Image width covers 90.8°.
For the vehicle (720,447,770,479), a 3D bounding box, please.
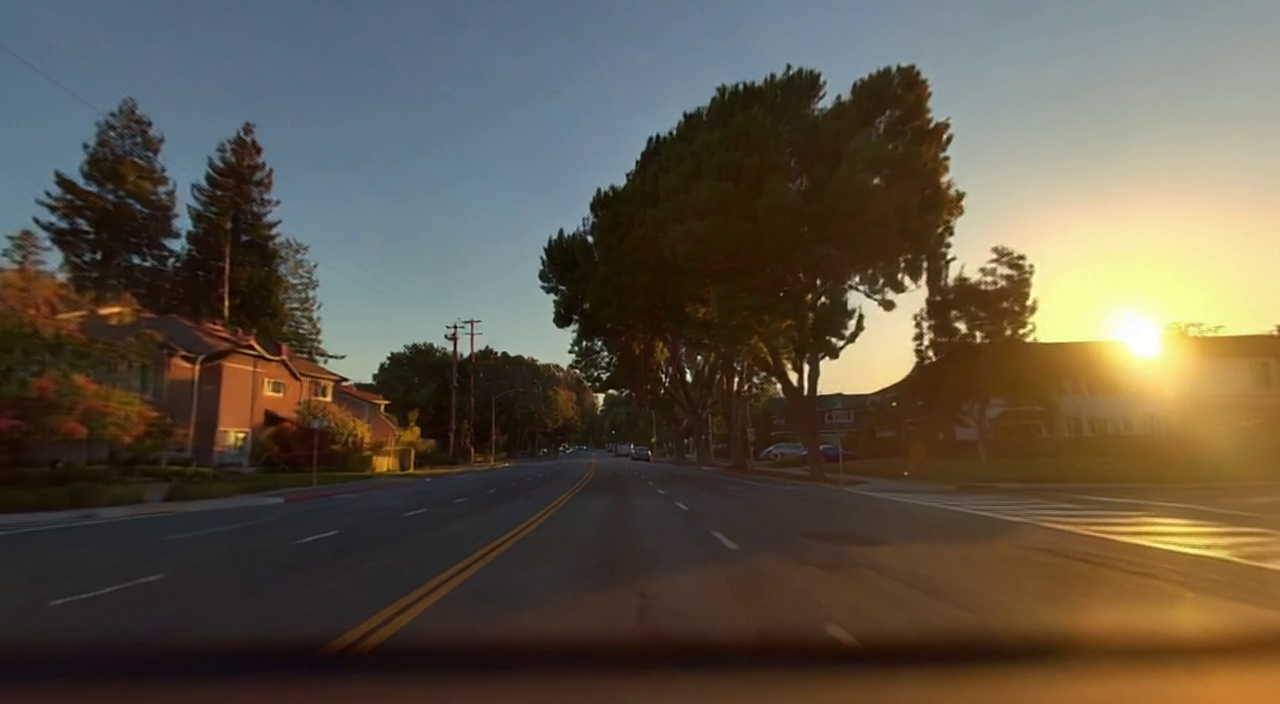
[{"bbox_3d":[5.989,6.410,36.686,2.024,1.710,4.525,0,-9,-1],"label":"vehicle"}]
